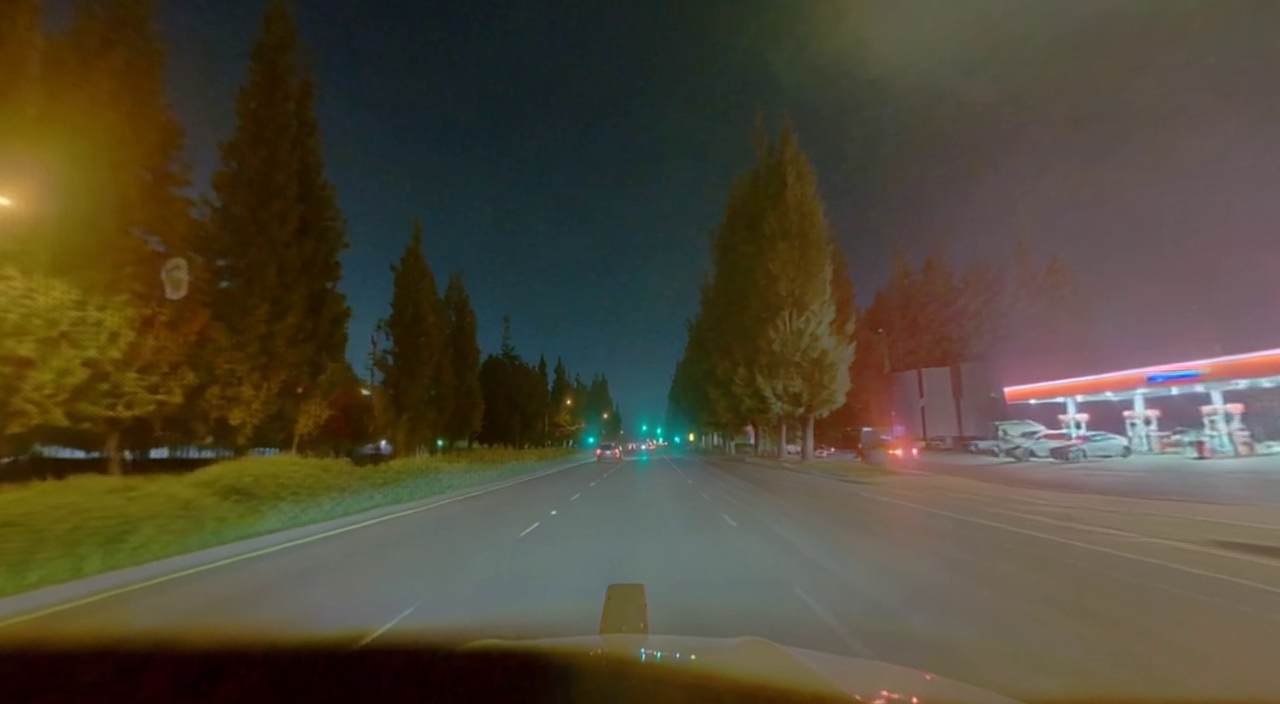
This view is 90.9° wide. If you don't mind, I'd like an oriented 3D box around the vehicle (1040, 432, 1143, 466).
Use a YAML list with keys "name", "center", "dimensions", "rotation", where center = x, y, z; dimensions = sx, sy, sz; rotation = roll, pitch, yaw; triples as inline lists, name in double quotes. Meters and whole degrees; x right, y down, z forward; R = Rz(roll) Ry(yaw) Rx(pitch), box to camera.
- name: "vehicle"
  center: [21.398, 4.565, 29.849]
  dimensions: [4.674, 1.471, 1.954]
  rotation: [4, -9, -28]

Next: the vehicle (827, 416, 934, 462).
- name: "vehicle"
  center: [15.250, 5.562, 40.236]
  dimensions: [5.820, 2.752, 2.234]
  rotation: [0, -8, -1]

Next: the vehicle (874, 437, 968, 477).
- name: "vehicle"
  center: [11.736, 4.407, 26.696]
  dimensions: [1.967, 1.500, 4.353]
  rotation: [-1, -8, 1]
